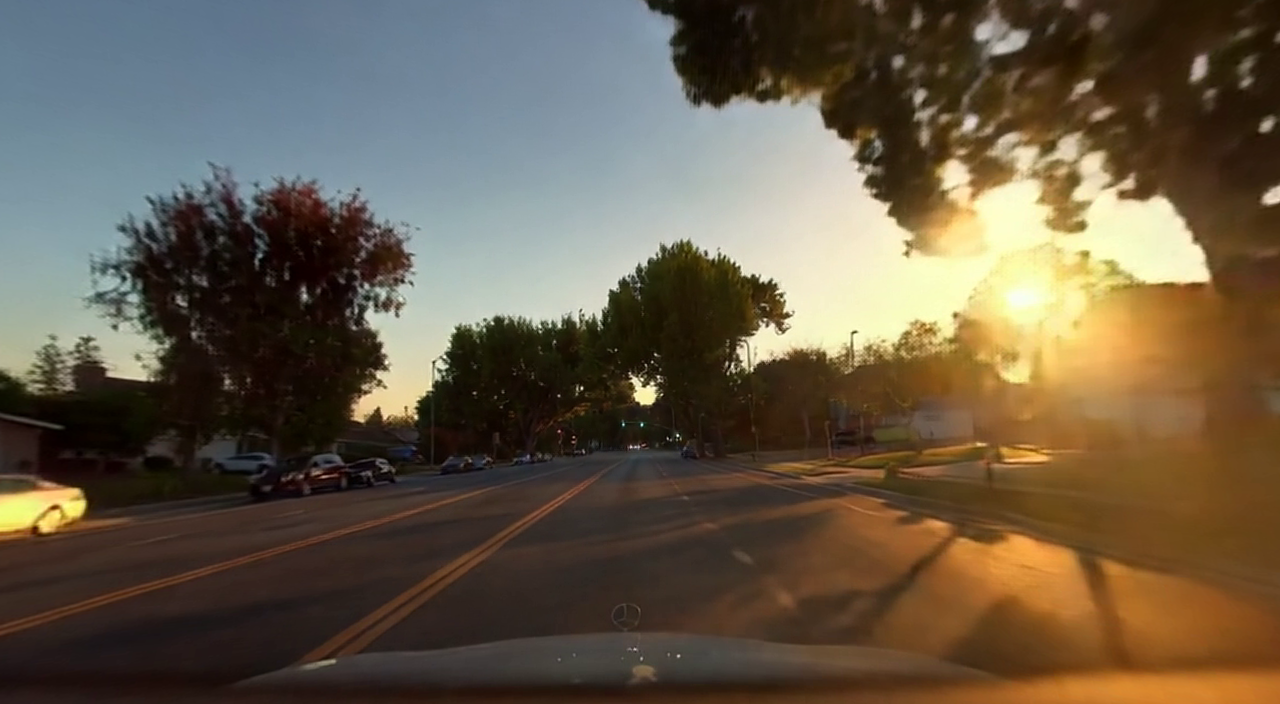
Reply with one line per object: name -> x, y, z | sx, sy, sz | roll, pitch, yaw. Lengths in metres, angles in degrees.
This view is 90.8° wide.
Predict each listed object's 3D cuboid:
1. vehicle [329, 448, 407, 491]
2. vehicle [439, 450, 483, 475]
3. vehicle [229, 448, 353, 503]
vehicle -> -12.608, 5.431, 29.554 | 1.882, 1.727, 3.945 | -3, -8, 1
vehicle -> -12.611, 7.788, 44.708 | 1.828, 1.510, 4.149 | -4, -8, 0
vehicle -> -12.879, 4.537, 23.788 | 1.882, 1.775, 4.904 | 0, -8, 0
